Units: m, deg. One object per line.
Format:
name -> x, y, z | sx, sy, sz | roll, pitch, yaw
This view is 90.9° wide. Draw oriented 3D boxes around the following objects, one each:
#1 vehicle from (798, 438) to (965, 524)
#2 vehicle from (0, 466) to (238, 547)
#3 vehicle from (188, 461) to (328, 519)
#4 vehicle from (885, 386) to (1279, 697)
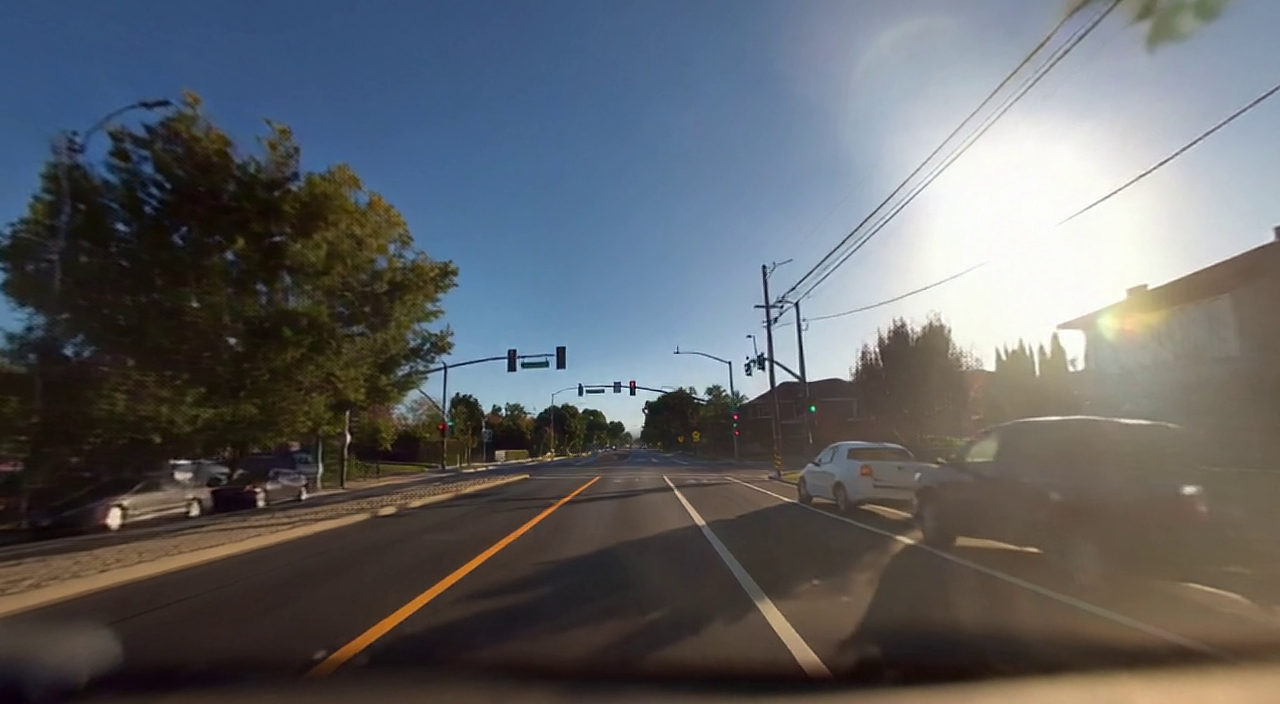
vehicle -> 4.904, 2.641, 13.593 | 1.915, 1.521, 4.375 | 0, -8, 1
vehicle -> -12.607, 3.703, 15.715 | 1.983, 1.513, 4.662 | 0, -8, 2
vehicle -> -12.474, 4.499, 20.993 | 1.851, 1.472, 4.532 | -1, -7, 0
vehicle -> 4.649, 1.455, 6.303 | 2.218, 1.789, 5.146 | 0, -8, -1
